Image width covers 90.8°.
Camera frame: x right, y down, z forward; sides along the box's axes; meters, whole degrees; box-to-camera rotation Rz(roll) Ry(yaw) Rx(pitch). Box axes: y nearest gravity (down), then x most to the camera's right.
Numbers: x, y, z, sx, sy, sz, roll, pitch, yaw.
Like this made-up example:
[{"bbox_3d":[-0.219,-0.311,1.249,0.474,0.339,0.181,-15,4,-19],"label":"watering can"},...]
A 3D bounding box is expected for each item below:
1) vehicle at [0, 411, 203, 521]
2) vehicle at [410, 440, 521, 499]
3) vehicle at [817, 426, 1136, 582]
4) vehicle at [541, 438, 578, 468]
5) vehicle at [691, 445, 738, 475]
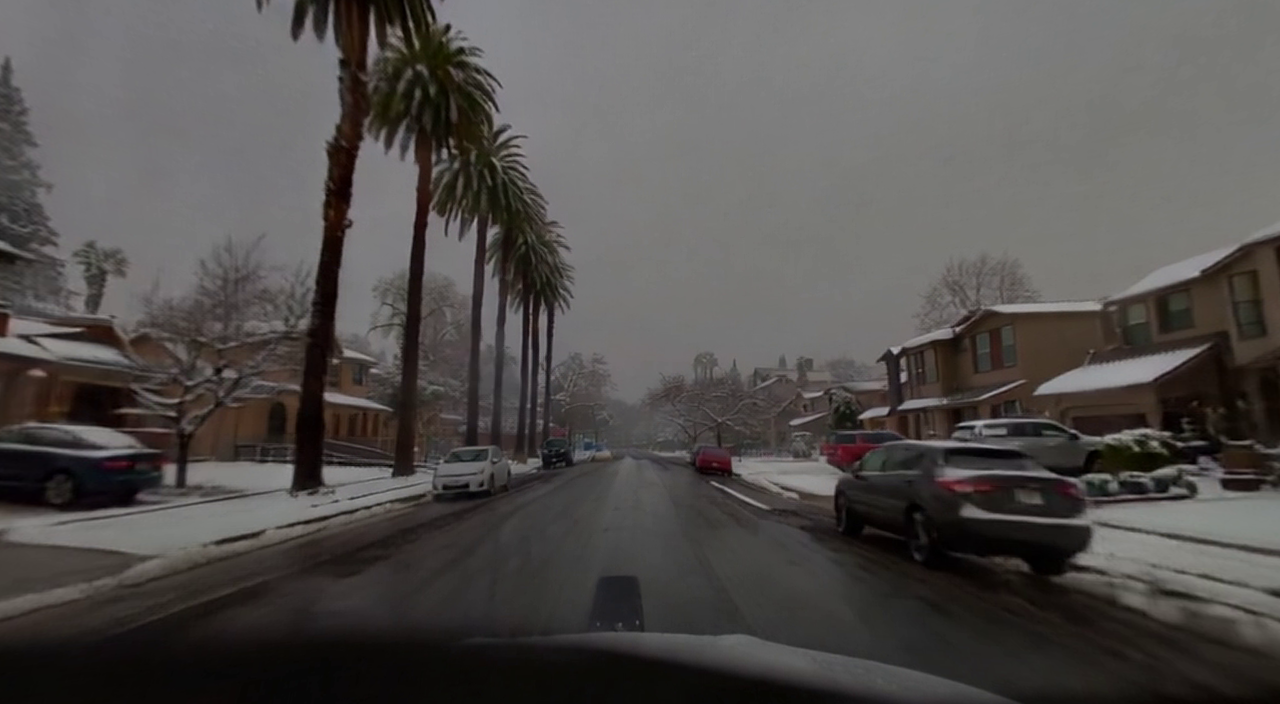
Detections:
[{"bbox_3d":[-10.974,1.997,11.635,4.314,1.594,1.852,5,-8,-1],"label":"vehicle"},{"bbox_3d":[-4.820,3.357,18.252,2.080,1.479,4.531,0,-10,-2],"label":"vehicle"},{"bbox_3d":[4.012,1.858,8.544,1.987,1.567,4.112,0,-8,-1],"label":"vehicle"},{"bbox_3d":[-5.422,6.693,42.155,2.106,1.914,4.363,2,-8,-11],"label":"vehicle"},{"bbox_3d":[3.889,5.710,33.693,1.867,1.480,4.678,0,-8,0],"label":"vehicle"}]
